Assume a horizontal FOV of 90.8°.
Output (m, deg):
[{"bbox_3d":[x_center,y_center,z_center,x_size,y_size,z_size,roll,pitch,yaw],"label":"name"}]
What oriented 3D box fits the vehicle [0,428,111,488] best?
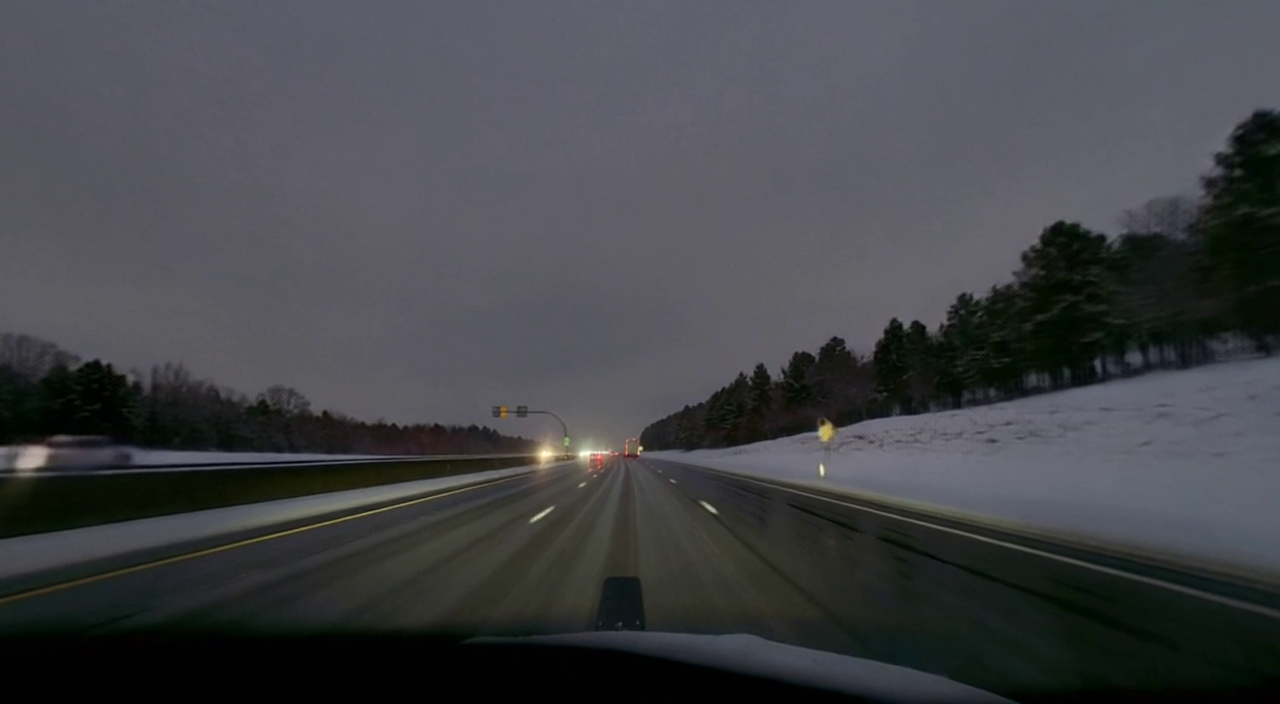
[{"bbox_3d":[-17.732,2.985,17.778,1.840,1.556,4.355,0,-9,0],"label":"vehicle"}]
